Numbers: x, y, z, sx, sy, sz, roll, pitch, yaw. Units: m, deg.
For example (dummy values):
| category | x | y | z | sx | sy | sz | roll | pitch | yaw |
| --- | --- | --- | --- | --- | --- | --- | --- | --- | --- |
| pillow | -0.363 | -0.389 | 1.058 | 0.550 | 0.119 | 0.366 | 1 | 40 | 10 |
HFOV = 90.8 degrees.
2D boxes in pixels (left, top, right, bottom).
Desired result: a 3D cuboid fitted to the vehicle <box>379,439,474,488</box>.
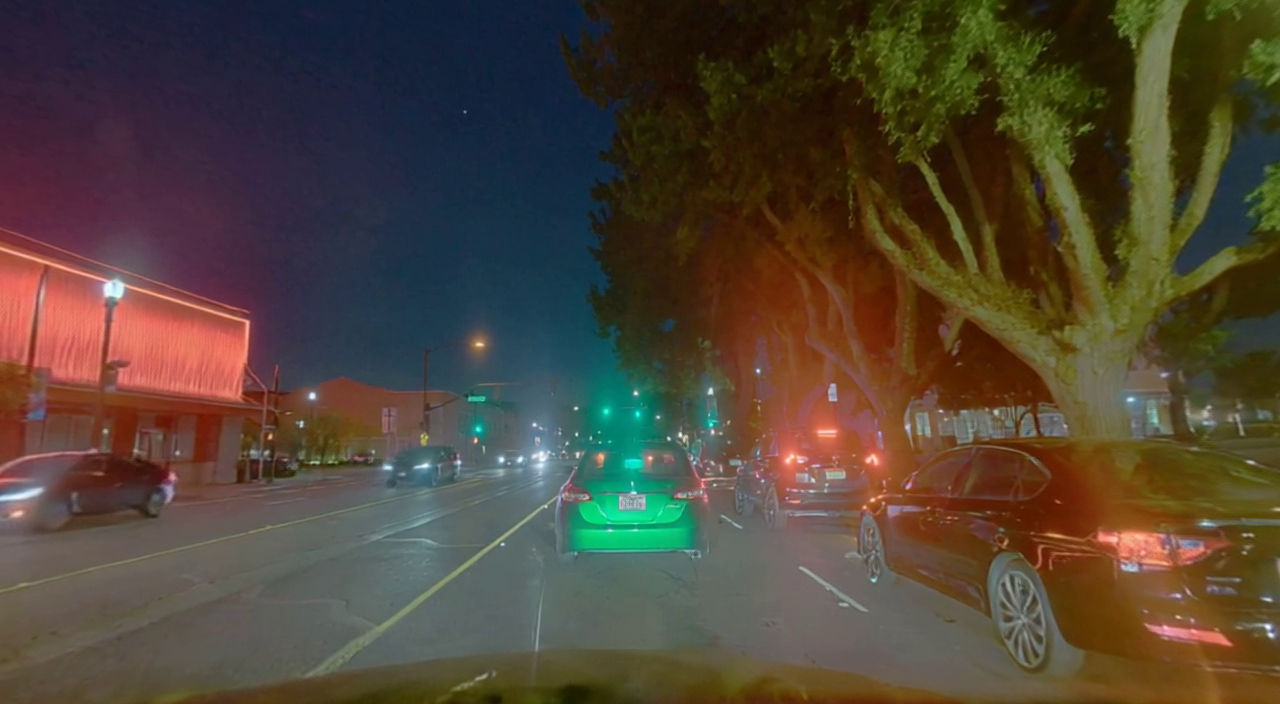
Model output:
| category | x | y | z | sx | sy | sz | roll | pitch | yaw |
| --- | --- | --- | --- | --- | --- | --- | --- | --- | --- |
| vehicle | -8.066 | 4.239 | 24.358 | 2.079 | 1.695 | 4.374 | 0 | -9 | 1 |

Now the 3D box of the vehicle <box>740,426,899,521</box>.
| category | x | y | z | sx | sy | sz | roll | pitch | yaw |
| --- | --- | --- | --- | --- | --- | --- | --- | --- | --- |
| vehicle | 3.540 | 2.481 | 13.421 | 2.025 | 1.660 | 4.263 | 0 | -9 | -1 |

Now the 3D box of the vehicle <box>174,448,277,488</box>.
| category | x | y | z | sx | sy | sz | roll | pitch | yaw |
| --- | --- | --- | --- | --- | --- | --- | --- | --- | --- |
| vehicle | -19.760 | 5.485 | 30.104 | 4.329 | 1.773 | 2.072 | -5 | -10 | 27 |

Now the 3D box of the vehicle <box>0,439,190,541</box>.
| category | x | y | z | sx | sy | sz | roll | pitch | yaw |
| --- | --- | --- | --- | --- | --- | --- | --- | --- | --- |
| vehicle | -11.943 | 2.698 | 12.998 | 2.004 | 1.732 | 4.530 | 0 | -9 | 0 |

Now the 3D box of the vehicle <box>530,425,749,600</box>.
| category | x | y | z | sx | sy | sz | roll | pitch | yaw |
| --- | --- | --- | --- | --- | --- | --- | --- | --- | --- |
| vehicle | -0.019 | 1.658 | 7.301 | 1.887 | 1.487 | 3.535 | 0 | -9 | 0 |

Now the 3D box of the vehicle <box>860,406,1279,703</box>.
| category | x | y | z | sx | sy | sz | roll | pitch | yaw |
| --- | --- | --- | --- | --- | --- | --- | --- | --- | --- |
| vehicle | 3.312 | 1.256 | 4.482 | 1.988 | 1.480 | 4.195 | 0 | -9 | 0 |

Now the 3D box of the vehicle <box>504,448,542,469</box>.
| category | x | y | z | sx | sy | sz | roll | pitch | yaw |
| --- | --- | --- | --- | --- | --- | --- | --- | --- | --- |
| vehicle | -8.384 | 7.622 | 45.564 | 1.850 | 1.417 | 4.321 | 0 | -9 | 1 |
